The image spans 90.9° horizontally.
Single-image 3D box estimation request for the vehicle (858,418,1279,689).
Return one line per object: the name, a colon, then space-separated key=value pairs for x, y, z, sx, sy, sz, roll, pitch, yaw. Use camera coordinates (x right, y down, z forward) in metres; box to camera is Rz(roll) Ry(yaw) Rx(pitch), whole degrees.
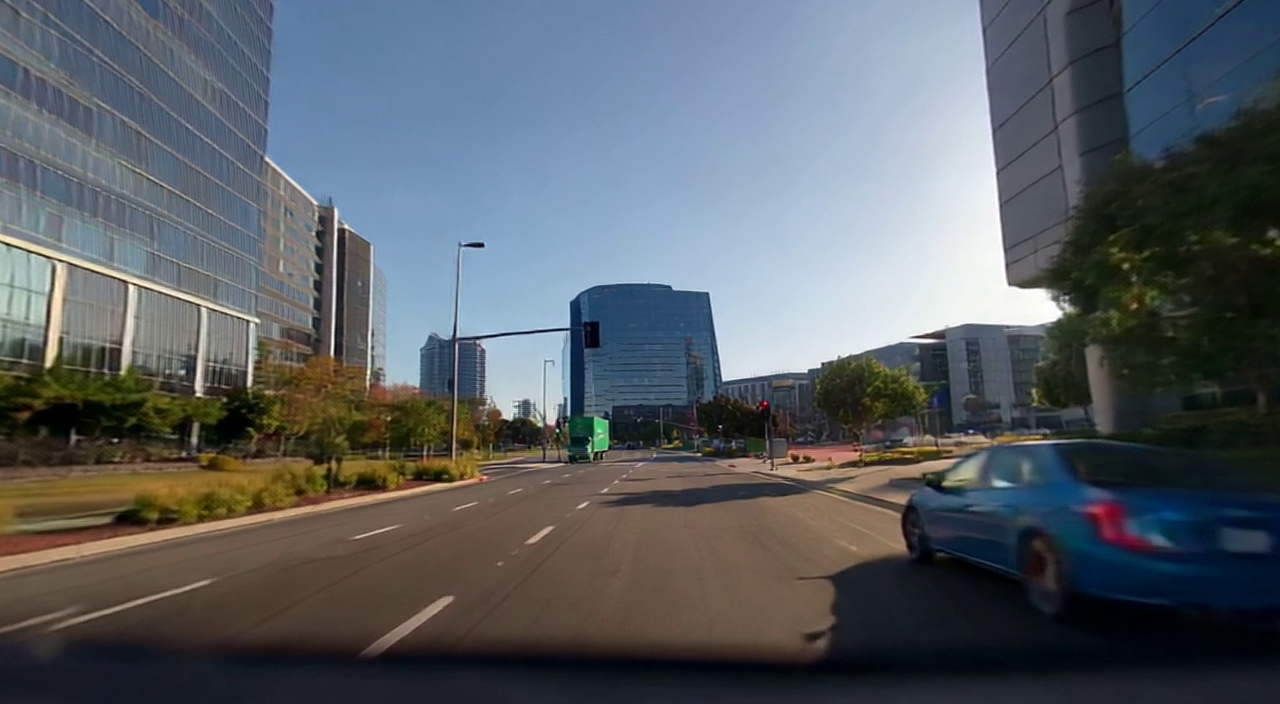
vehicle: x=3.830 y=1.465 z=5.809 sx=2.098 sy=1.509 sz=4.389 roll=0 pitch=-9 yaw=1
